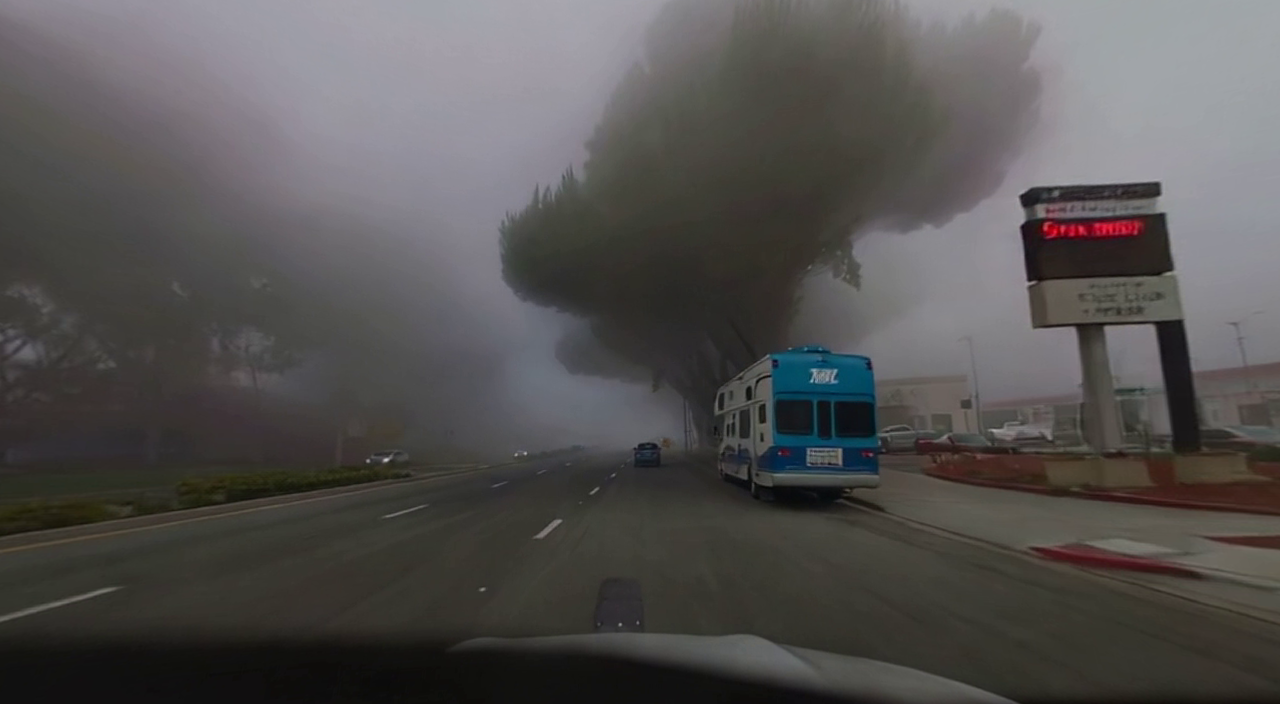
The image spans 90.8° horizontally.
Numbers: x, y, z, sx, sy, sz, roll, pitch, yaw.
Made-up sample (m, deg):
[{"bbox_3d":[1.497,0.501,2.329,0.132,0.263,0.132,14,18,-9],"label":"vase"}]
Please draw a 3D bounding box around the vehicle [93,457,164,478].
[{"bbox_3d":[-39.302,8.862,48.670,1.756,1.470,4.454,0,-9,-1],"label":"vehicle"}]

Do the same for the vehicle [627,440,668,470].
[{"bbox_3d":[0.364,5.651,34.740,2.103,1.506,4.742,0,-9,0],"label":"vehicle"}]

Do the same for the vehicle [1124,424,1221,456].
[{"bbox_3d":[25.969,4.318,30.793,4.328,1.475,1.918,4,-10,-27],"label":"vehicle"}]

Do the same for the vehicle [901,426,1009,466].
[{"bbox_3d":[14.007,4.225,28.209,4.037,1.538,1.912,-7,-11,26],"label":"vehicle"}]

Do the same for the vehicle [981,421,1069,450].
[{"bbox_3d":[26.845,5.870,43.990,5.775,1.921,2.339,4,-10,-26],"label":"vehicle"}]

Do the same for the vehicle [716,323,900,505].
[{"bbox_3d":[4.102,1.938,17.873,2.896,3.921,8.415,0,-9,0],"label":"vehicle"}]

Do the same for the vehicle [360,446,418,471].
[{"bbox_3d":[-17.204,7.284,43.520,2.067,1.578,4.457,0,-9,1],"label":"vehicle"}]

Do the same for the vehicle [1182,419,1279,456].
[{"bbox_3d":[26.214,3.783,27.720,4.196,1.520,1.953,4,-10,-24],"label":"vehicle"}]
